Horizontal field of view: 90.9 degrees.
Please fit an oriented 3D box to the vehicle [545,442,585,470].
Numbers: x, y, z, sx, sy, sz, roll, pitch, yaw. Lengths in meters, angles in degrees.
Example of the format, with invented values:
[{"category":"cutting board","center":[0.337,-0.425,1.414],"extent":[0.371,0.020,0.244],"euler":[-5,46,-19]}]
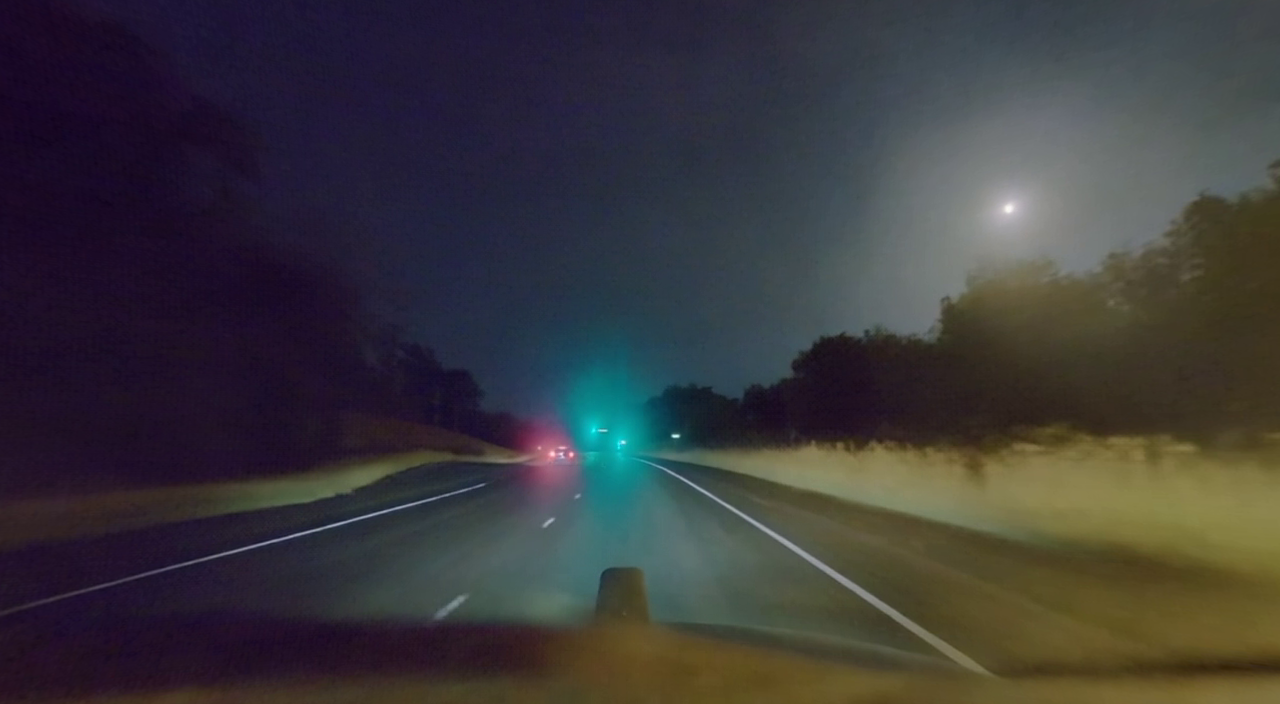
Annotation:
[{"category":"vehicle","center":[-4.261,5.953,36.274],"extent":[1.968,1.503,4.443],"euler":[0,-8,-3]}]
